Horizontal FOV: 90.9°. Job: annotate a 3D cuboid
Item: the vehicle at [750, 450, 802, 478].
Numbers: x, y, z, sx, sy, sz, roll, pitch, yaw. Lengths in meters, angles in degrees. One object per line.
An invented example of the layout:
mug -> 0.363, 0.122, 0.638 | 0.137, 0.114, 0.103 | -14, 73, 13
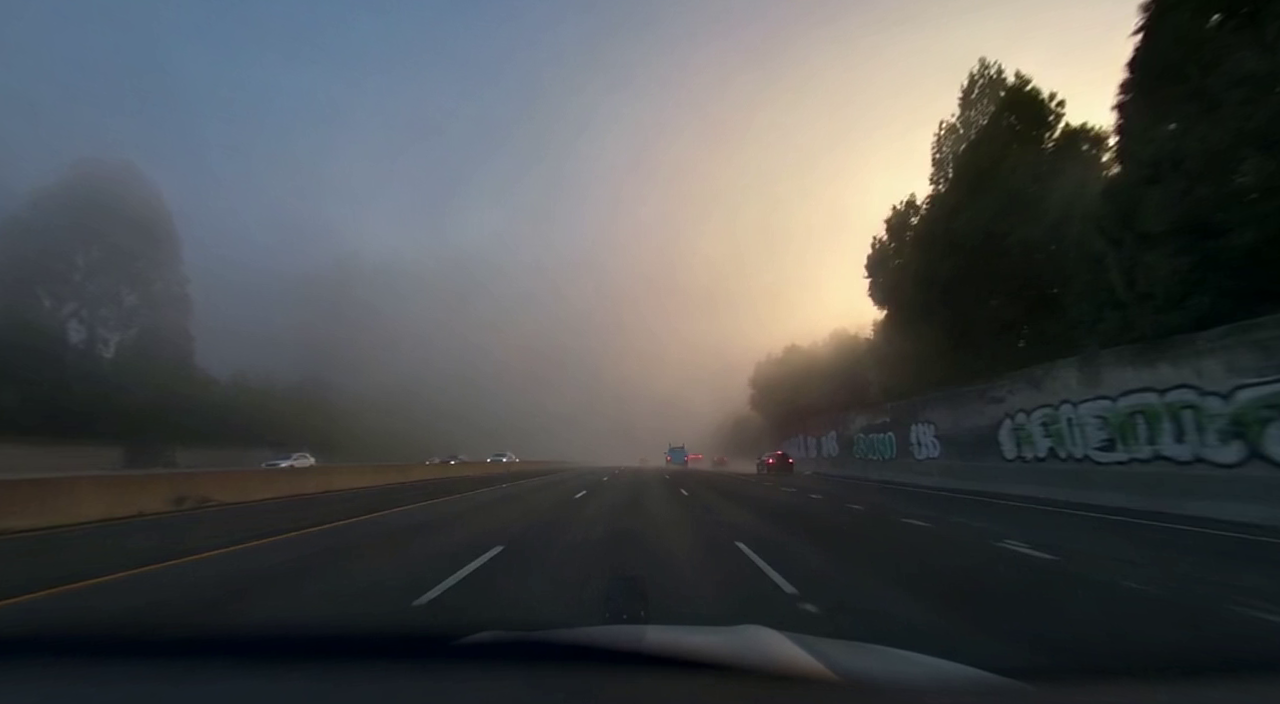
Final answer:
vehicle -> 7.681, 6.346, 35.946 | 1.907, 1.495, 4.517 | 0, -9, 0

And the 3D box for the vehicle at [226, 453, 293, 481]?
vehicle -> -25.100, 7.566, 41.740 | 1.943, 1.681, 4.492 | 1, -9, -6
